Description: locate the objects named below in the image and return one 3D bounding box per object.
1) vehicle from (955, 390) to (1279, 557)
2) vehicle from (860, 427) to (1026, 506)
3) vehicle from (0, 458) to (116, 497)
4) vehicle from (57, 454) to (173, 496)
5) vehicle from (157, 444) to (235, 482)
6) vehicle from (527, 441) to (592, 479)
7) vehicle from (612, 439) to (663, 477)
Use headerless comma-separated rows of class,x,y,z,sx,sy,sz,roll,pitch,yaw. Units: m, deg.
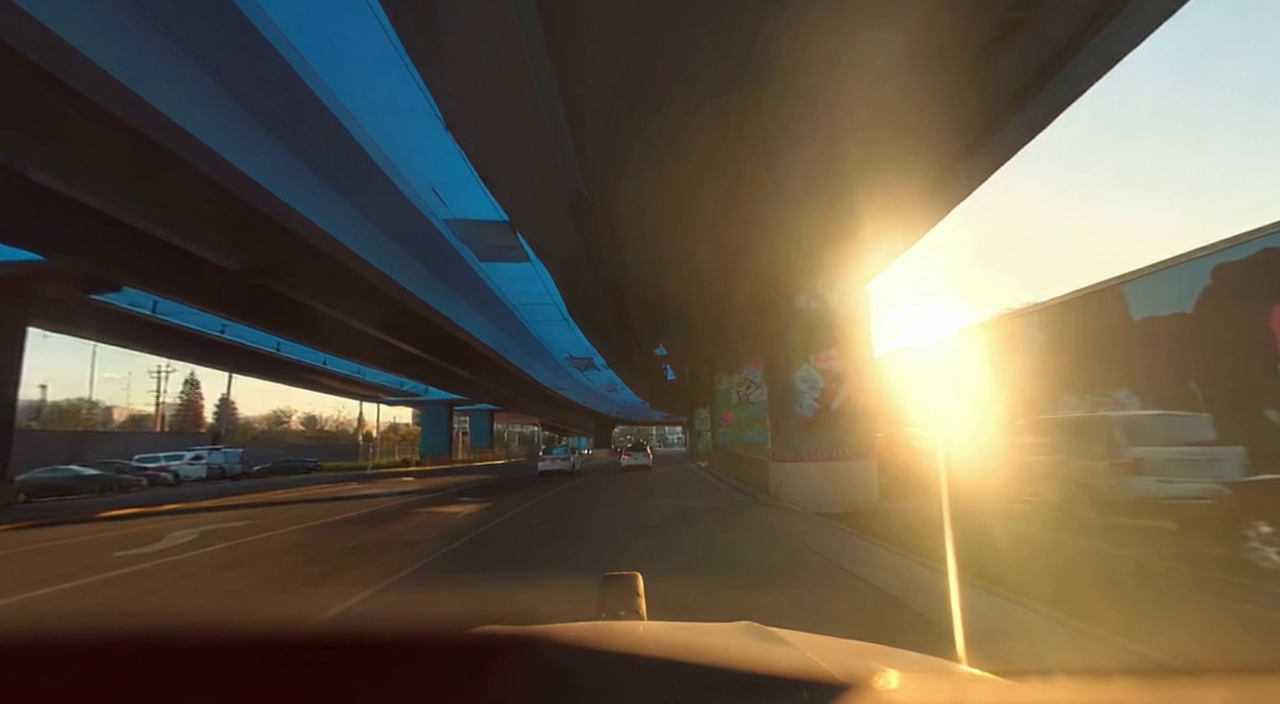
vehicle,6.970,1.739,9.567,2.114,1.911,4.402,0,-9,1
vehicle,7.073,2.721,15.362,2.017,1.625,4.337,0,-9,2
vehicle,-29.556,6.360,32.282,2.035,1.764,4.157,1,-9,-4
vehicle,-27.098,6.315,32.846,1.971,1.939,4.729,1,-9,-2
vehicle,-30.512,7.602,43.660,1.933,2.393,4.896,0,-8,-2
vehicle,-3.439,4.734,27.932,2.024,1.533,4.549,-1,-9,4
vehicle,-0.081,4.807,28.781,2.155,1.571,3.734,0,-9,1
